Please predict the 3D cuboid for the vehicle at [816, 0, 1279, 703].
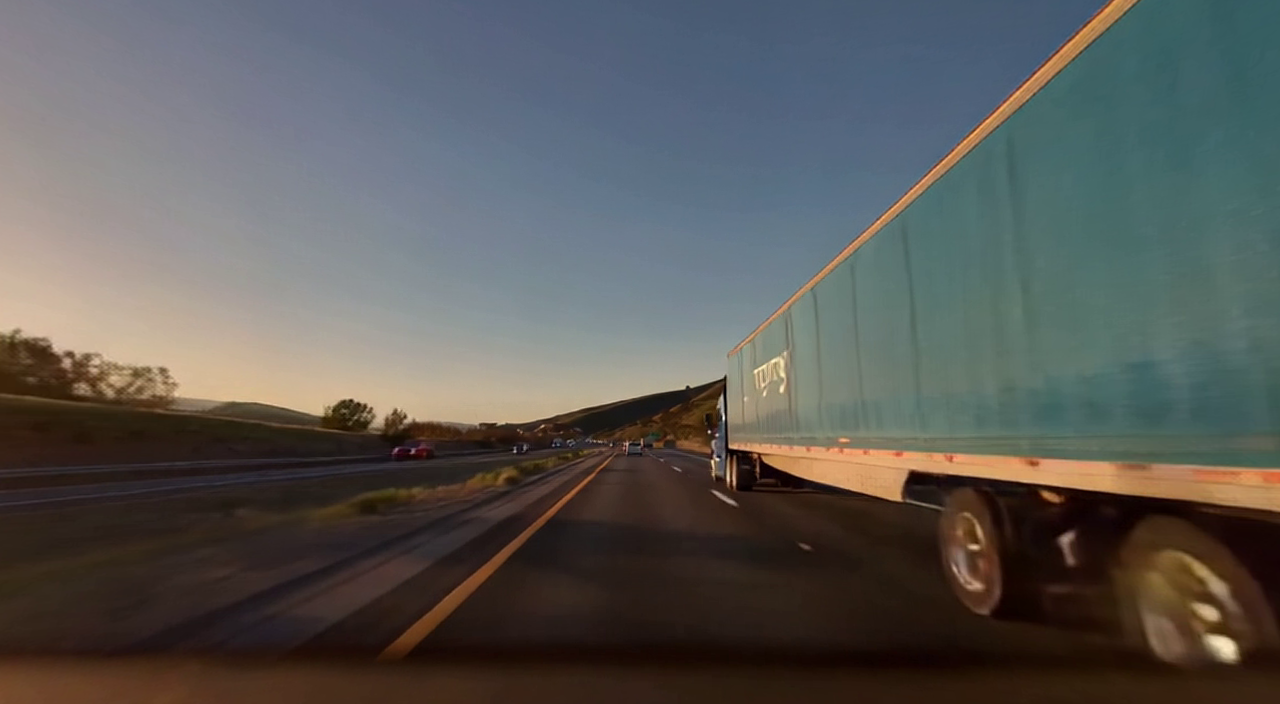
[{"bbox_3d":[4.134,-0.164,4.250,3.039,4.342,9.556,0,-8,0],"label":"vehicle"}]
